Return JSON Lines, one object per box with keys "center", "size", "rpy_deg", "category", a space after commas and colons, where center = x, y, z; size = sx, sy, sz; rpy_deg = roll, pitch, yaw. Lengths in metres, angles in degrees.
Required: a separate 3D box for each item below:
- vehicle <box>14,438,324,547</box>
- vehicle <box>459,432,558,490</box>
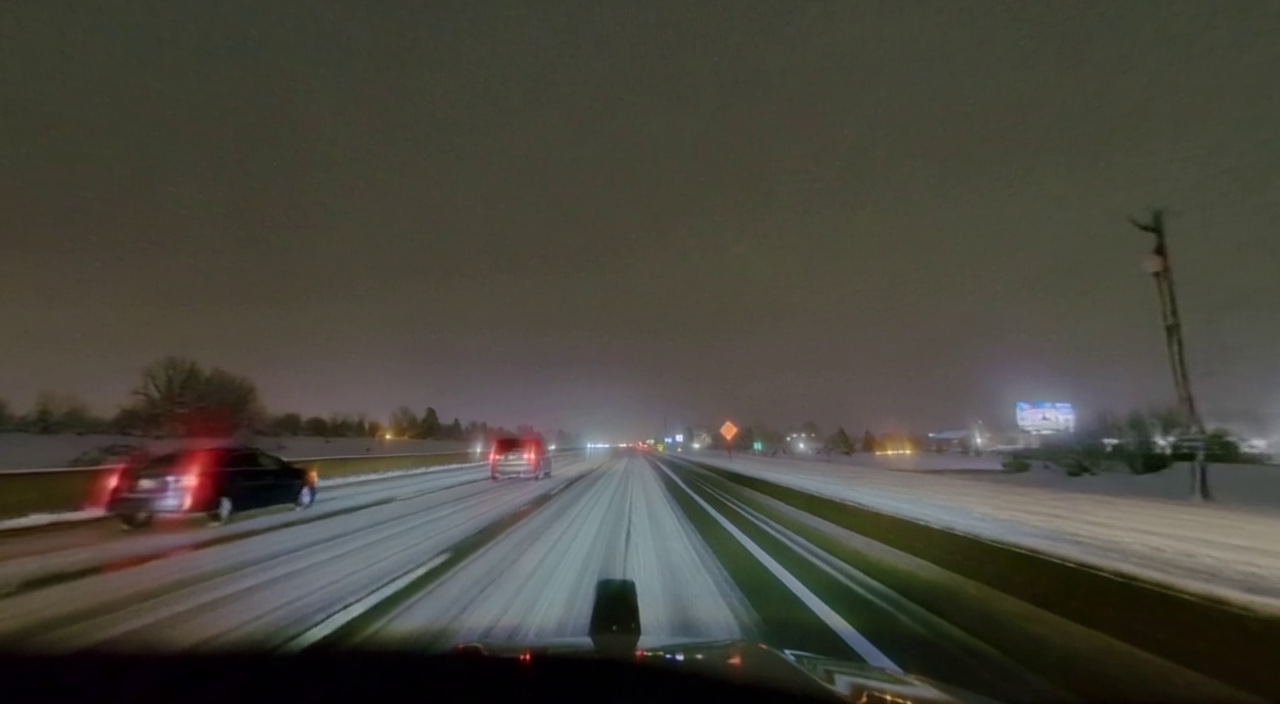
{"center": [-7.920, 2.348, 11.394], "size": [1.924, 1.519, 4.791], "rpy_deg": [0, -8, 0], "category": "vehicle"}
{"center": [-4.228, 3.586, 21.162], "size": [2.200, 1.662, 5.091], "rpy_deg": [0, -8, 0], "category": "vehicle"}
